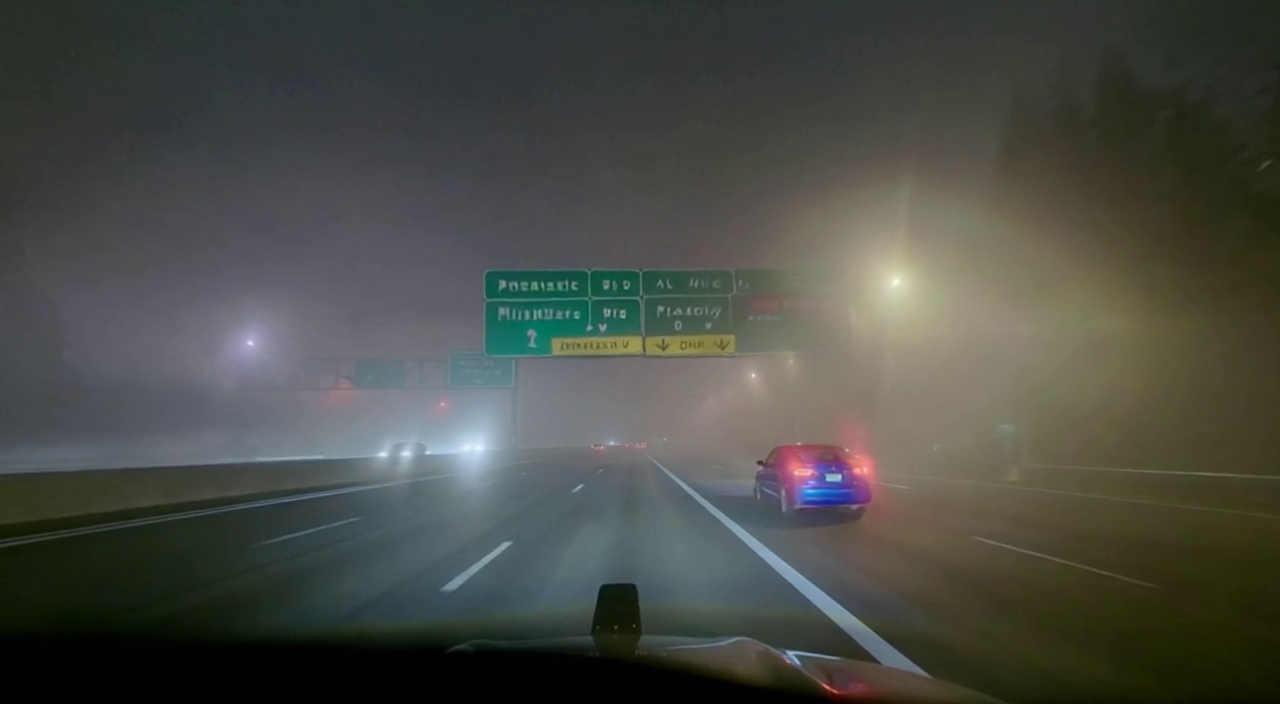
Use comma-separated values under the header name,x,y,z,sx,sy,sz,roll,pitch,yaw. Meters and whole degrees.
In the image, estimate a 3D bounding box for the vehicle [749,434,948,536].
name,x,y,z,sx,sy,sz,roll,pitch,yaw
vehicle,3.508,2.326,11.759,1.989,1.479,4.670,0,-8,-2
